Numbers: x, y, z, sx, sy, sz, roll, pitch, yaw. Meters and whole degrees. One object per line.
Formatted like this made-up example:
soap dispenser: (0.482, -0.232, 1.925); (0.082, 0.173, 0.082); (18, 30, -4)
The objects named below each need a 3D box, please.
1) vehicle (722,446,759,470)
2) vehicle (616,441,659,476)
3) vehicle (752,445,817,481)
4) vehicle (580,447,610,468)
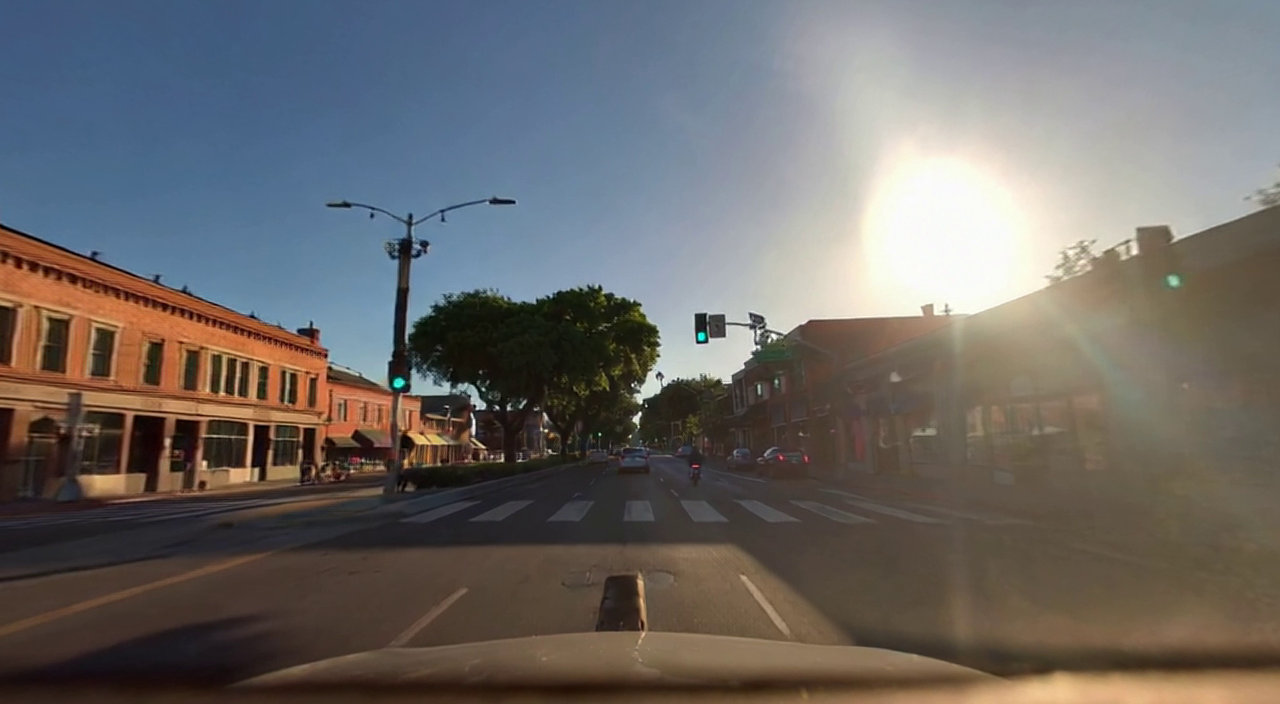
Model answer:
vehicle: (6.878, 7.257, 43.471); (1.785, 1.586, 3.896); (0, -8, -2)
vehicle: (-0.188, 5.785, 34.734); (2.223, 1.775, 4.250); (0, -8, -2)
vehicle: (6.780, 5.234, 30.153); (2.069, 1.590, 4.066); (0, -8, -1)
vehicle: (-3.435, 8.099, 48.589); (2.014, 1.470, 4.552); (0, -8, -1)
